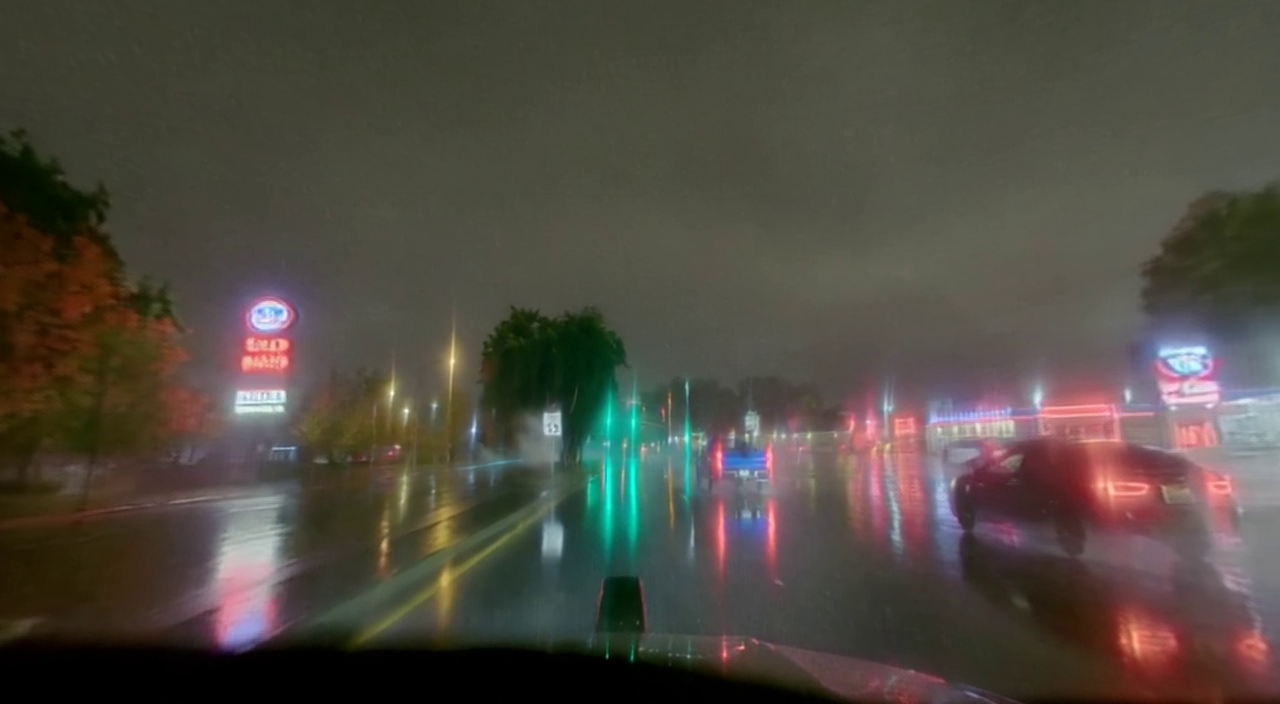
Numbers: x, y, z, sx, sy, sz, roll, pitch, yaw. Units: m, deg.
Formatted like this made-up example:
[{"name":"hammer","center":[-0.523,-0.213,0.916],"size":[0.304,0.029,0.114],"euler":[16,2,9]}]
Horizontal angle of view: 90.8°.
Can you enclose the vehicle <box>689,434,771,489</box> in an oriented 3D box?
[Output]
[{"name":"vehicle","center":[3.094,3.913,22.850],"size":[2.214,1.749,4.998],"euler":[0,-9,0]}]

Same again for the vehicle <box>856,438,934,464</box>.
[{"name":"vehicle","center":[17.672,6.907,43.984],"size":[4.466,1.707,2.092],"euler":[0,-9,-1]}]

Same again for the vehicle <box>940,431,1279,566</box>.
[{"name":"vehicle","center":[6.476,1.965,9.216],"size":[1.986,1.480,4.296],"euler":[0,-9,-1]}]
